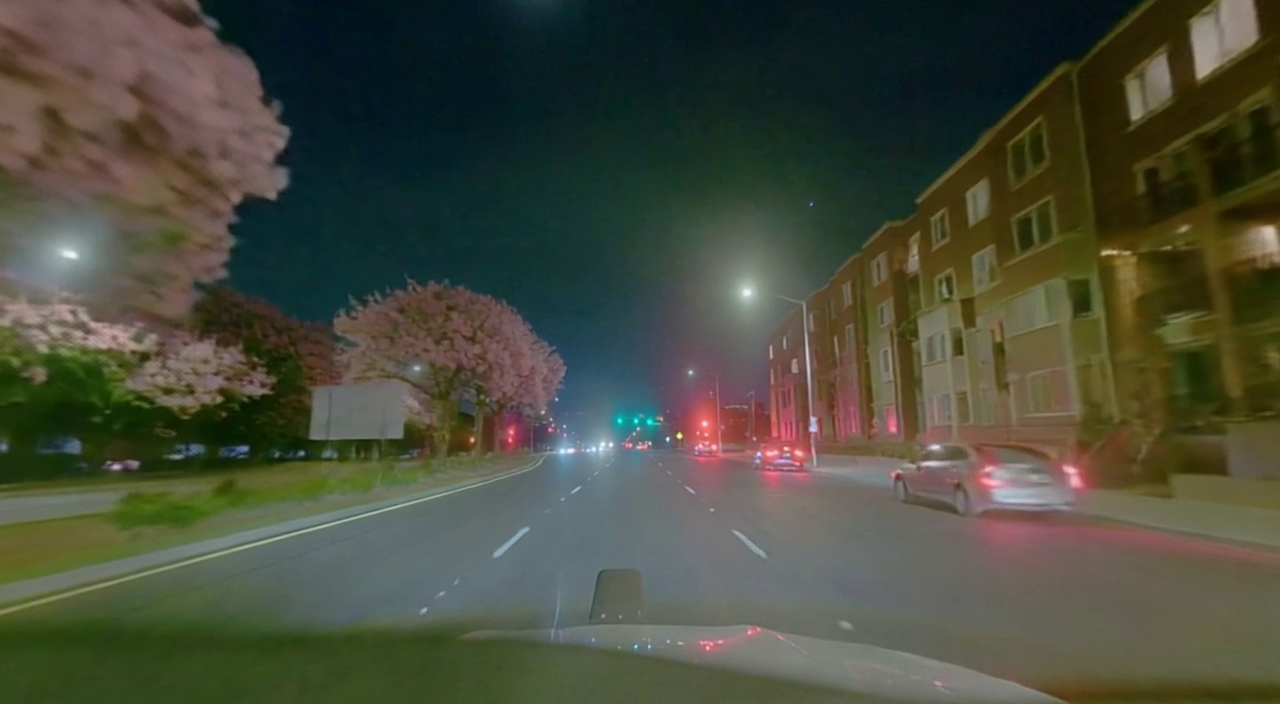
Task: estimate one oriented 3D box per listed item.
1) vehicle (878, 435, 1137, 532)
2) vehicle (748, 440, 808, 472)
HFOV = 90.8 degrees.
[{"bbox_3d":[6.592,2.383,12.202,1.891,1.456,4.909,0,-8,-2],"label":"vehicle"},{"bbox_3d":[6.851,5.215,31.922,2.032,1.449,4.413,0,-8,0],"label":"vehicle"}]
